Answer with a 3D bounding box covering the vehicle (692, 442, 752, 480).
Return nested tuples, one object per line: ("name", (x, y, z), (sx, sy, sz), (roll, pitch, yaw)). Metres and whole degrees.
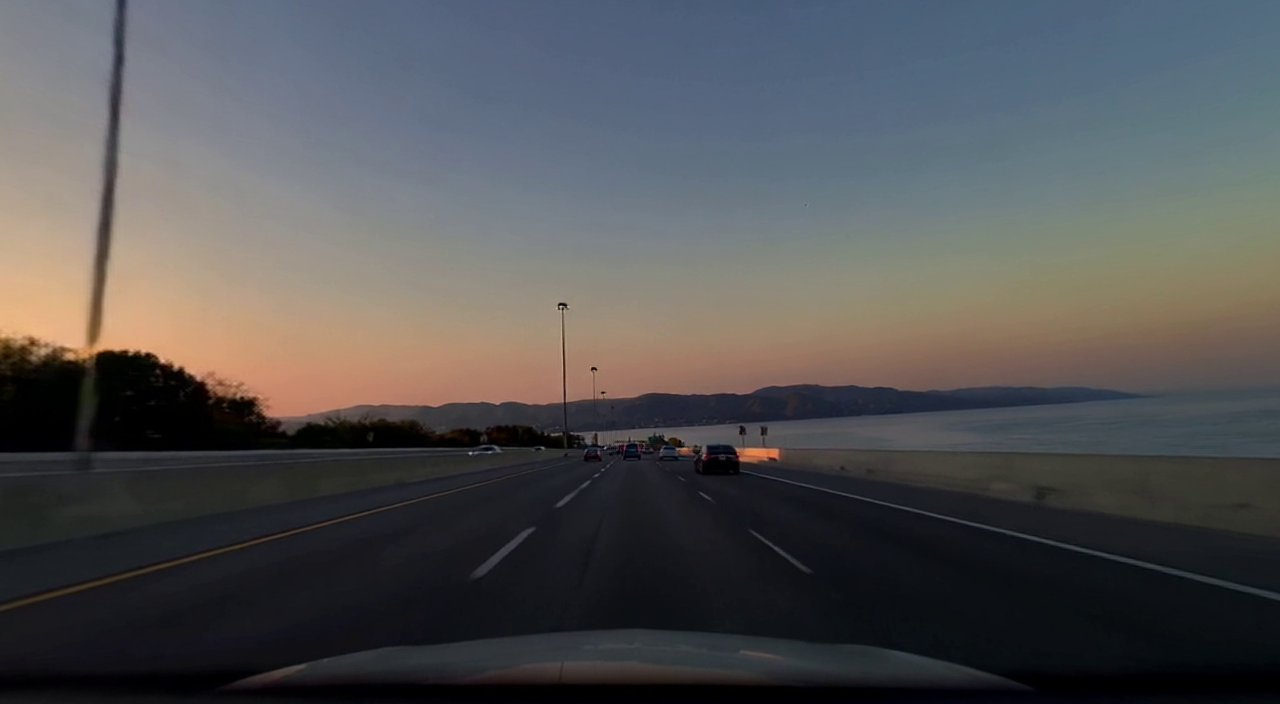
("vehicle", (3.454, 4.703, 27.452), (1.890, 1.490, 4.373), (0, -9, -1))
